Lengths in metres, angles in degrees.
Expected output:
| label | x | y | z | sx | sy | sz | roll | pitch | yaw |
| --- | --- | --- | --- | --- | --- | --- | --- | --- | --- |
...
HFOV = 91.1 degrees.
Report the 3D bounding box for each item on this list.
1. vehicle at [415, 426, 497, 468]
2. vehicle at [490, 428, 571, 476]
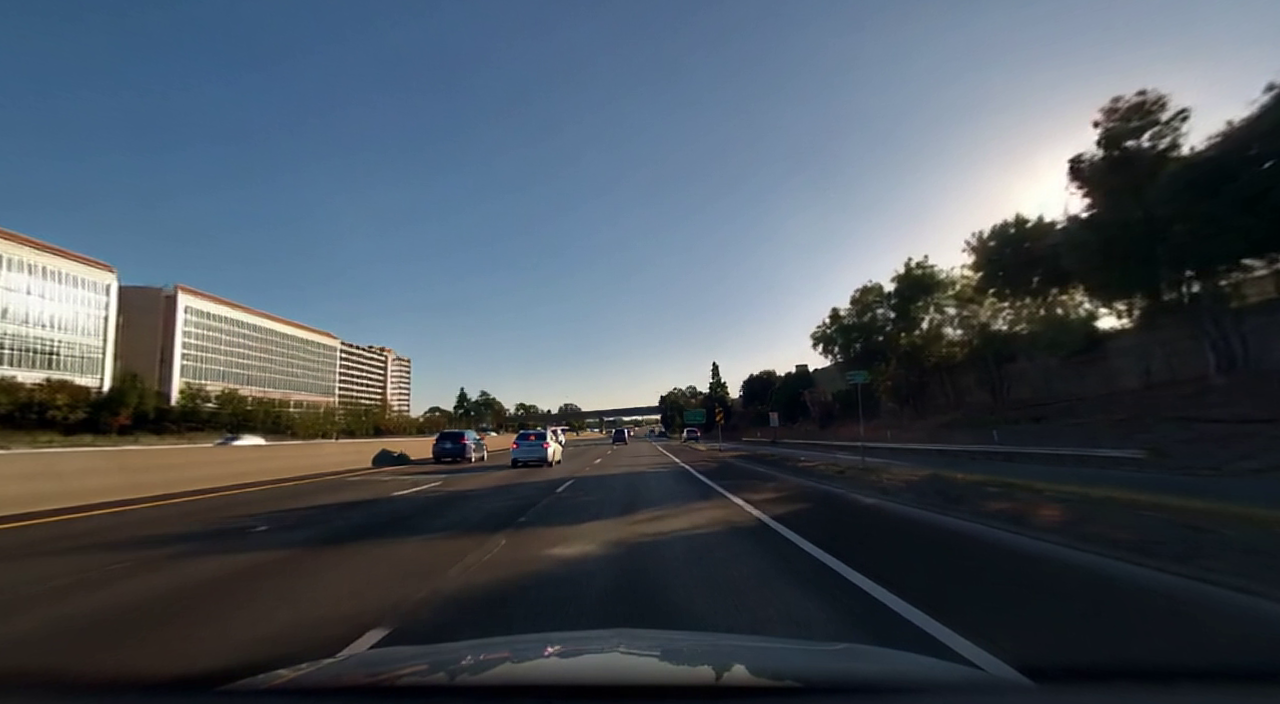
| label | x | y | z | sx | sy | sz | roll | pitch | yaw |
| --- | --- | --- | --- | --- | --- | --- | --- | --- | --- |
| vehicle | -7.412 | 3.861 | 25.832 | 1.985 | 1.575 | 4.453 | 0 | -8 | 1 |
| vehicle | -3.746 | 3.502 | 22.345 | 1.996 | 1.490 | 4.571 | 0 | -8 | 1 |
